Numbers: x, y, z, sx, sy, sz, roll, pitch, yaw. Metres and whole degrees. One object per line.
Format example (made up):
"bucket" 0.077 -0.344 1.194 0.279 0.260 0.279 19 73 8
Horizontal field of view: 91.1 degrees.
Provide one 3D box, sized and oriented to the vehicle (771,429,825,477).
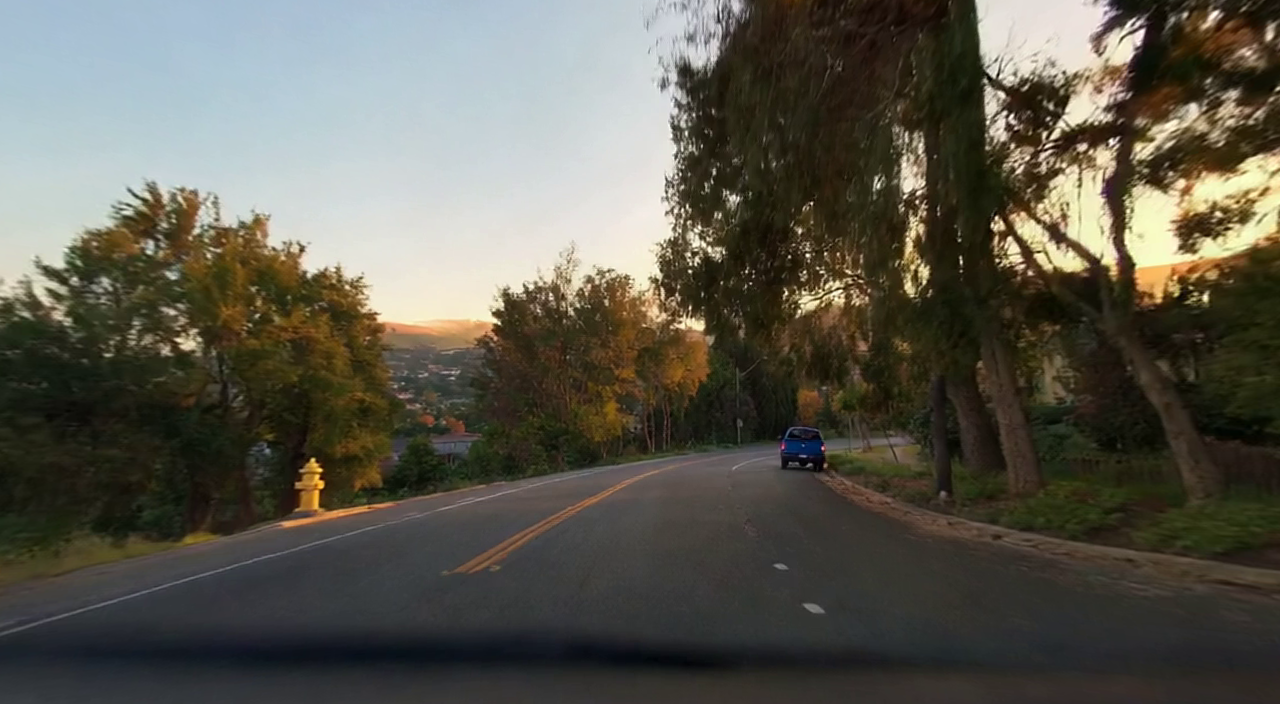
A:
"vehicle" 6.573 4.167 26.437 1.992 1.817 4.467 -1 -8 12
